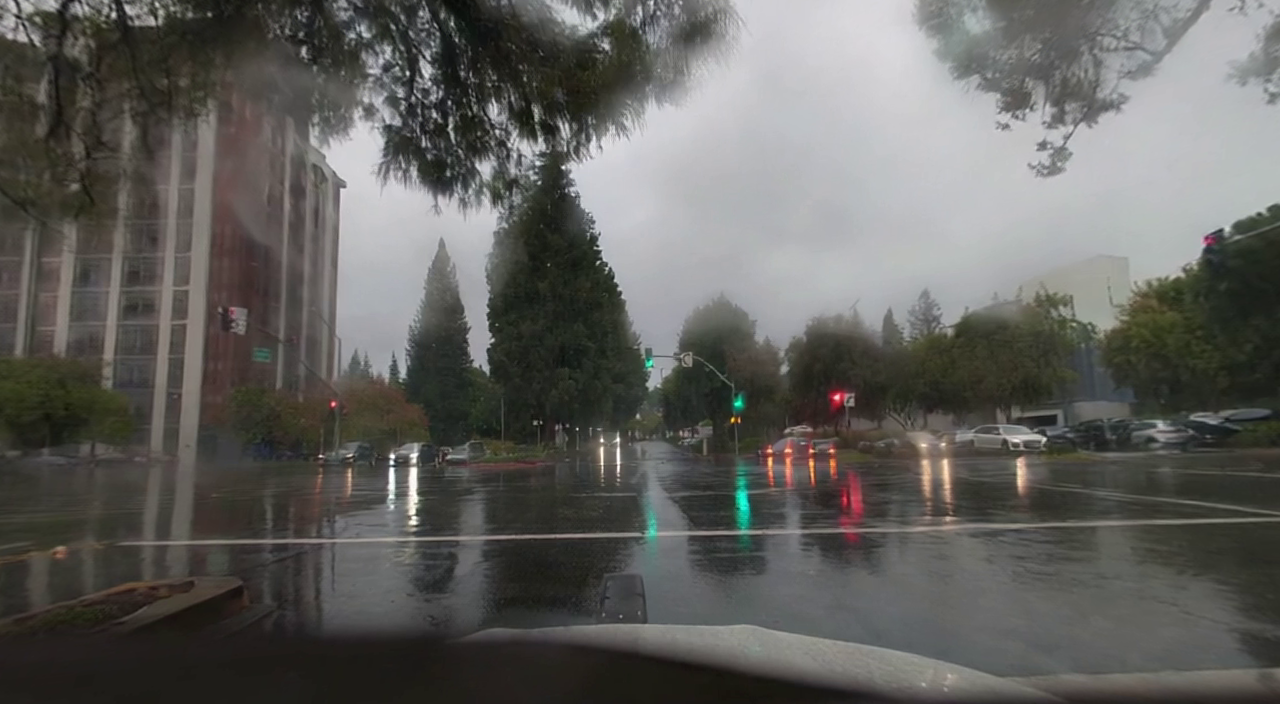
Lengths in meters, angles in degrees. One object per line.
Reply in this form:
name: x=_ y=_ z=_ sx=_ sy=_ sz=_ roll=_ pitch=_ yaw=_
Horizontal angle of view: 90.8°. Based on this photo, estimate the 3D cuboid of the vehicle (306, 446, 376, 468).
vehicle: x=-22.011 y=7.763 z=46.570 sx=4.207 sy=1.508 sz=1.875 roll=-1 pitch=-9 yaw=3

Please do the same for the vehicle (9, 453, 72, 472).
vehicle: x=-46.376 y=8.555 z=48.930 sx=1.627 sy=1.392 sz=3.330 roll=0 pitch=-9 yaw=-1

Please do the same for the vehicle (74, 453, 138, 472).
vehicle: x=-41.410 y=8.568 z=49.086 sx=1.651 sy=1.379 sz=3.787 roll=0 pitch=-9 yaw=0

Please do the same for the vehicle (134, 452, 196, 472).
vehicle: x=-36.460 y=8.459 z=48.580 sx=1.709 sy=1.410 sz=3.945 roll=0 pitch=-9 yaw=-1
